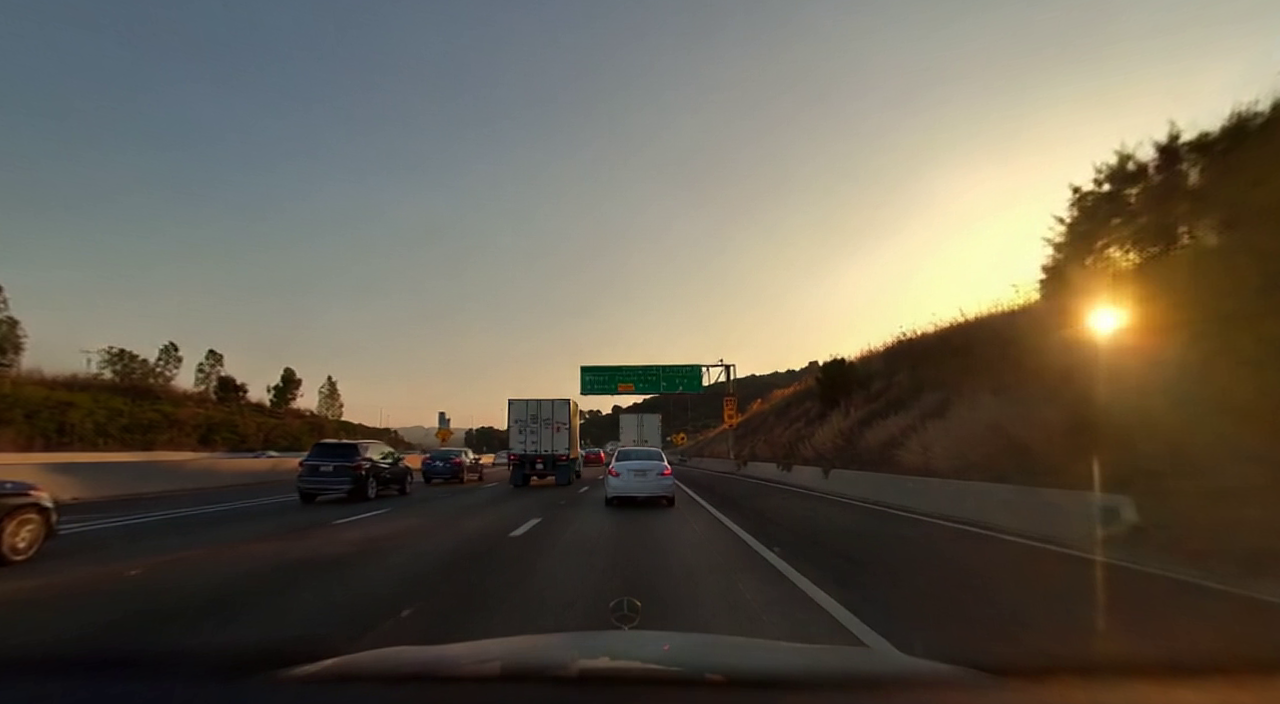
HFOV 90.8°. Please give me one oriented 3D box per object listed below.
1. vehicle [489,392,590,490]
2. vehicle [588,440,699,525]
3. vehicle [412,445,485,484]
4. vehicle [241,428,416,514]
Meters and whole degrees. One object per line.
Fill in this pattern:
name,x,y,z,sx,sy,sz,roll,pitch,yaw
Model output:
vehicle,-3.755,3.606,25.419,2.812,3.342,7.248,0,-9,0
vehicle,0.051,2.631,13.141,1.995,1.495,3.380,0,-9,0
vehicle,-8.021,4.728,26.826,1.880,1.512,3.758,-1,-9,1
vehicle,-7.256,2.810,15.332,1.952,1.746,4.332,-1,-9,1
